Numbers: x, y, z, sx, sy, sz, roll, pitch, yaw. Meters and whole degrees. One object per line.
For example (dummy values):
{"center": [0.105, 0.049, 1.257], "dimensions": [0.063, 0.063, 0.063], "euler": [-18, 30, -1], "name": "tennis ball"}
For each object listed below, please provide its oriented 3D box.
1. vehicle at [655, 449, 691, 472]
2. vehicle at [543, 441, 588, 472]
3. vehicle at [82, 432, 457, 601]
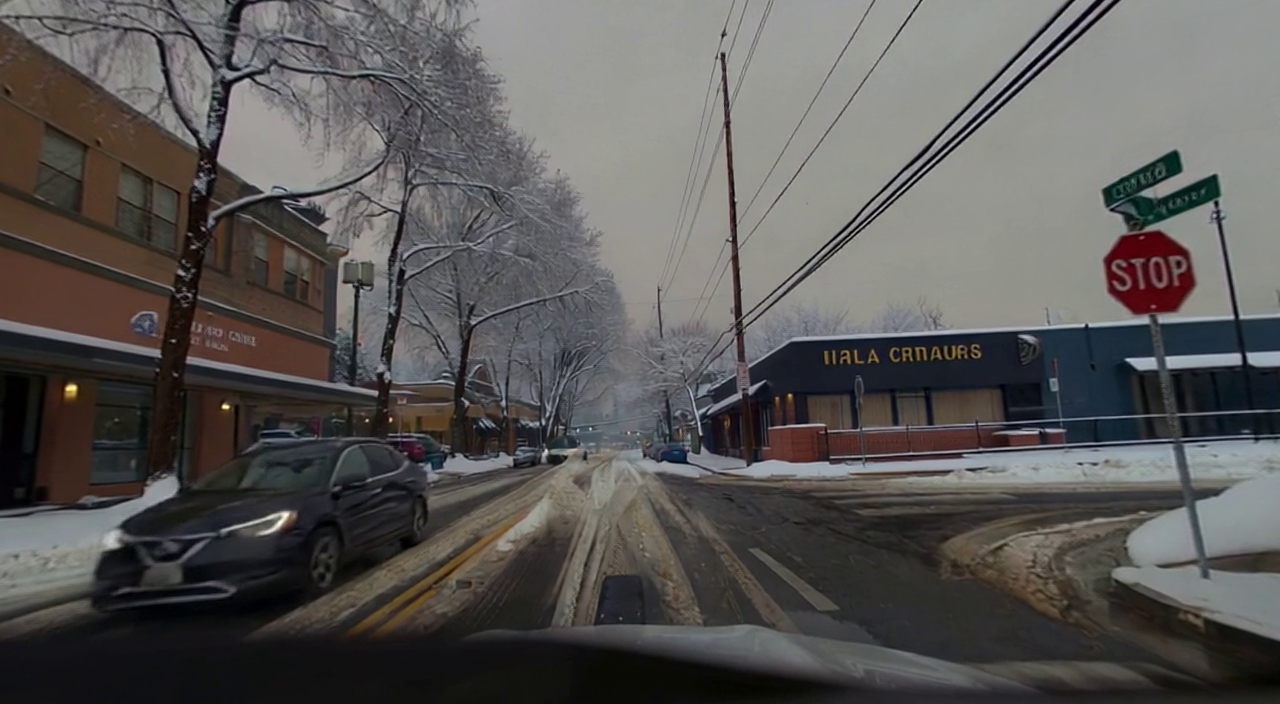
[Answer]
{"center": [2.102, 7.032, 41.259], "dimensions": [1.877, 1.373, 3.854], "euler": [0, -8, -4], "name": "vehicle"}
{"center": [-4.899, 6.936, 42.186], "dimensions": [2.495, 1.966, 4.846], "euler": [0, -8, -1], "name": "vehicle"}
{"center": [-4.033, 1.832, 8.086], "dimensions": [2.140, 1.512, 4.536], "euler": [0, -8, -1], "name": "vehicle"}
